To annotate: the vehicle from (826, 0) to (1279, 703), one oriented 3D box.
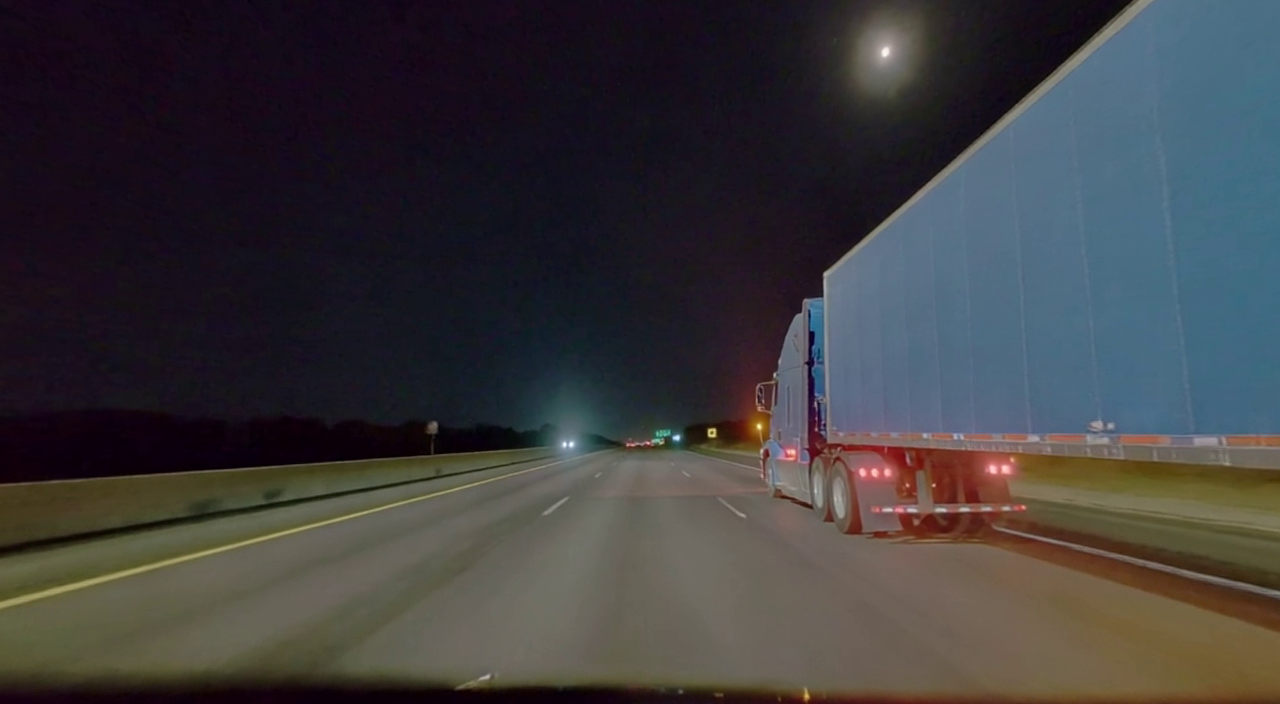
[{"bbox_3d":[3.769,-0.191,2.993,3.012,3.768,8.945,0,-9,0],"label":"vehicle"}]
